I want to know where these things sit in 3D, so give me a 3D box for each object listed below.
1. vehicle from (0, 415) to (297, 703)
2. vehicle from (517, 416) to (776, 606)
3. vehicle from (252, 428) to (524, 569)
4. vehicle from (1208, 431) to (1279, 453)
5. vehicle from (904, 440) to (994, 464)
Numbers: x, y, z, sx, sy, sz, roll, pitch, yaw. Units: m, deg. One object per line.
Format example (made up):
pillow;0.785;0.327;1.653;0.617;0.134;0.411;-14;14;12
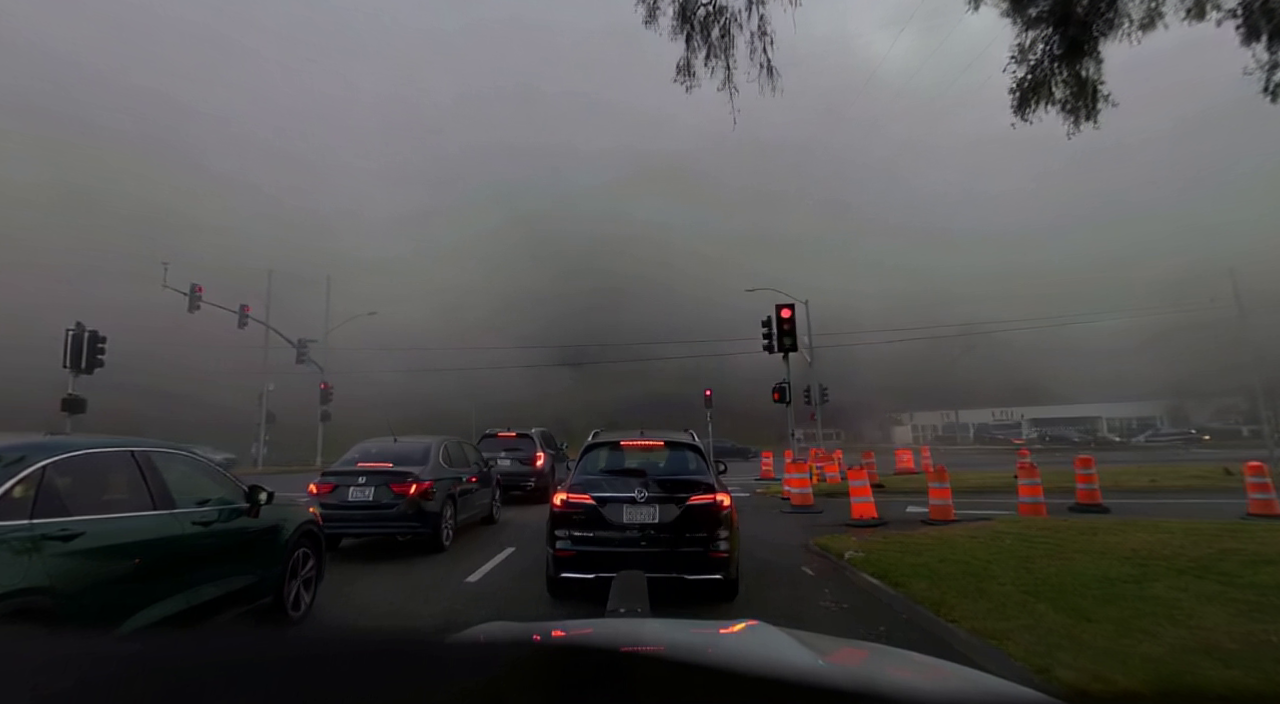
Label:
vehicle;-3.585;0.948;2.166;2.064;1.497;4.722;0;-9;1
vehicle;0.100;1.621;7.212;2.167;1.560;3.676;0;-9;1
vehicle;-3.267;1.996;9.445;1.989;1.541;4.626;0;-9;3
vehicle;48.263;7.159;49.878;4.672;1.676;1.867;1;-9;0
vehicle;20.076;6.502;41.052;4.807;1.504;1.837;0;-9;2
